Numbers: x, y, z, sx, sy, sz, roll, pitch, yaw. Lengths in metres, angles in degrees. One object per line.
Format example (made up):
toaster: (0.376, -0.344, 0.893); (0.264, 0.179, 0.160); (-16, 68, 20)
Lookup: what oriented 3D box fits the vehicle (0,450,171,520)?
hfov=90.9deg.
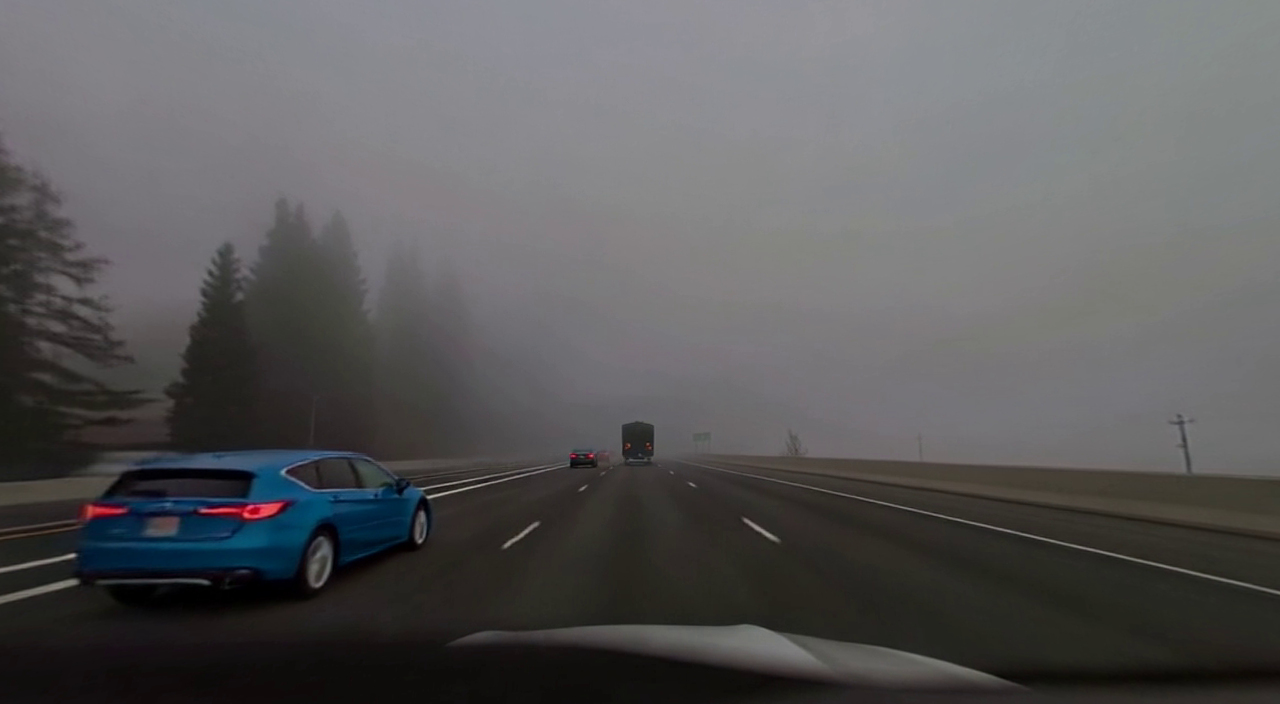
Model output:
vehicle: (-16.479, 3.774, 18.454); (2.191, 1.757, 4.202); (0, -9, -1)

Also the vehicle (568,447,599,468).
vehicle: (-4.264, 8.021, 47.995); (1.916, 1.506, 4.476); (0, -9, 0)
